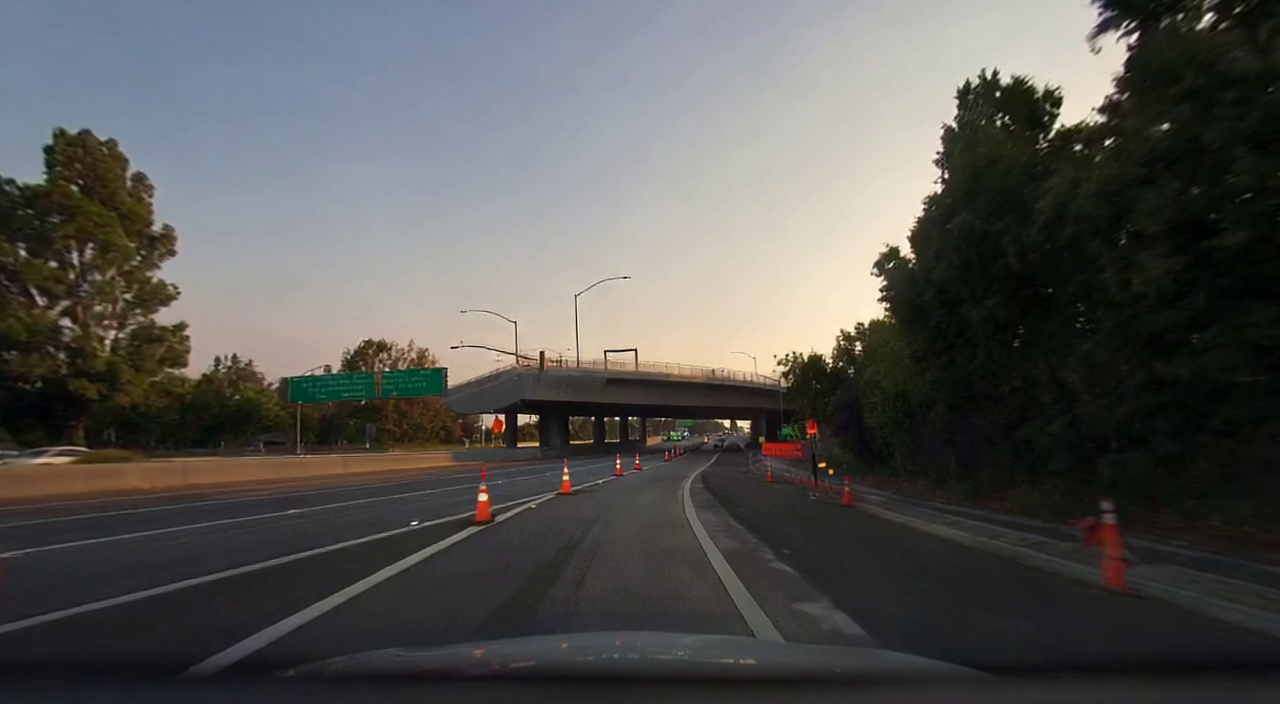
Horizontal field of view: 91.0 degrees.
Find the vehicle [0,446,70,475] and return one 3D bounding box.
[{"bbox_3d":[-36.935,6.347,36.870,1.879,1.604,5.062,-1,-8,9],"label":"vehicle"}]
